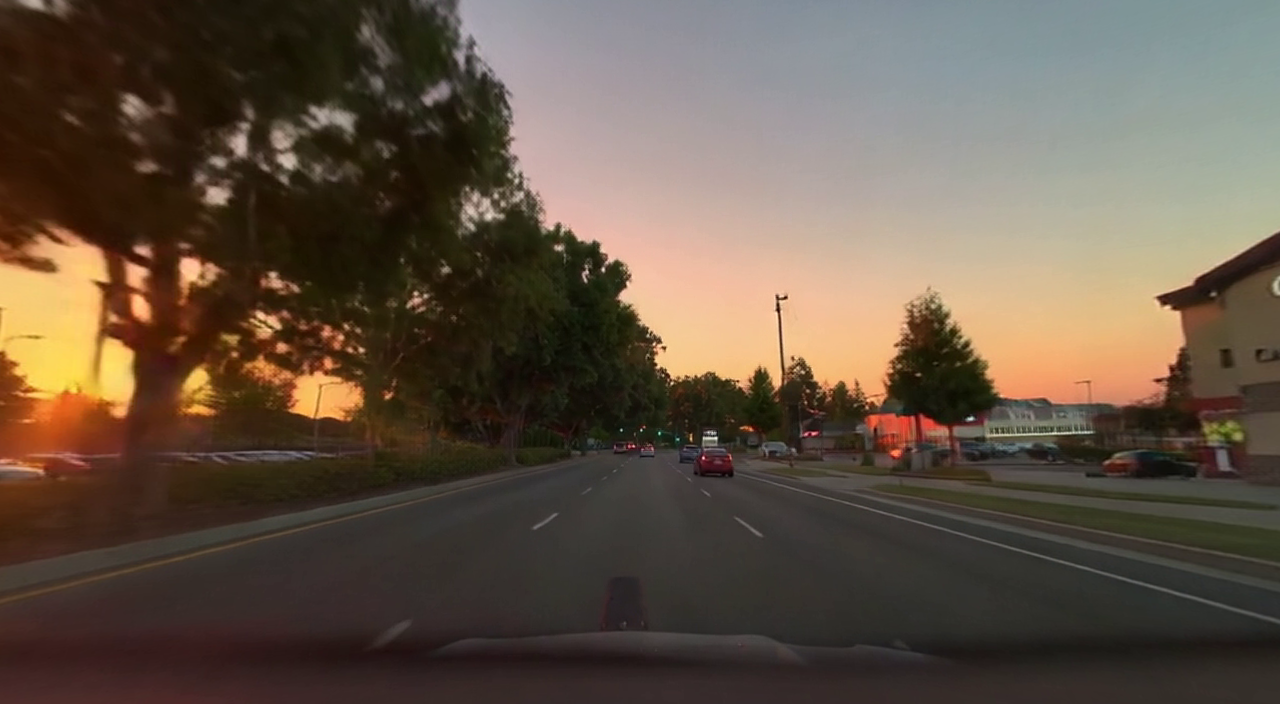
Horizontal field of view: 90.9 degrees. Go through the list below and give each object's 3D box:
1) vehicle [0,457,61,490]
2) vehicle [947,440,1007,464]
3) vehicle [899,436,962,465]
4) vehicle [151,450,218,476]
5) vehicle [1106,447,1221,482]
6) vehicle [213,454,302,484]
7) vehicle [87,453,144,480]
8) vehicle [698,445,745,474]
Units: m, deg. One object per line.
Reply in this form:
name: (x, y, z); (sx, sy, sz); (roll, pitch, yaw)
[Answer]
vehicle: (-31.829, 6.113, 31.706); (1.732, 1.526, 3.827); (-1, -9, -1)
vehicle: (24.685, 7.349, 46.386); (1.894, 1.656, 4.841); (0, -8, 2)
vehicle: (21.326, 7.257, 46.553); (2.124, 1.920, 5.946); (0, -9, 3)
vehicle: (-31.544, 7.660, 43.807); (2.026, 1.692, 4.523); (2, -9, -13)
vehicle: (26.408, 5.649, 31.993); (1.959, 1.646, 4.226); (1, -8, -4)
vehicle: (-22.502, 6.891, 37.344); (2.111, 1.500, 5.131); (-1, -8, -1)
vehicle: (-32.867, 7.142, 39.582); (1.795, 1.567, 4.241); (5, -10, -28)
vehicle: (4.371, 5.856, 34.577); (1.916, 1.459, 4.335); (0, -8, -1)
